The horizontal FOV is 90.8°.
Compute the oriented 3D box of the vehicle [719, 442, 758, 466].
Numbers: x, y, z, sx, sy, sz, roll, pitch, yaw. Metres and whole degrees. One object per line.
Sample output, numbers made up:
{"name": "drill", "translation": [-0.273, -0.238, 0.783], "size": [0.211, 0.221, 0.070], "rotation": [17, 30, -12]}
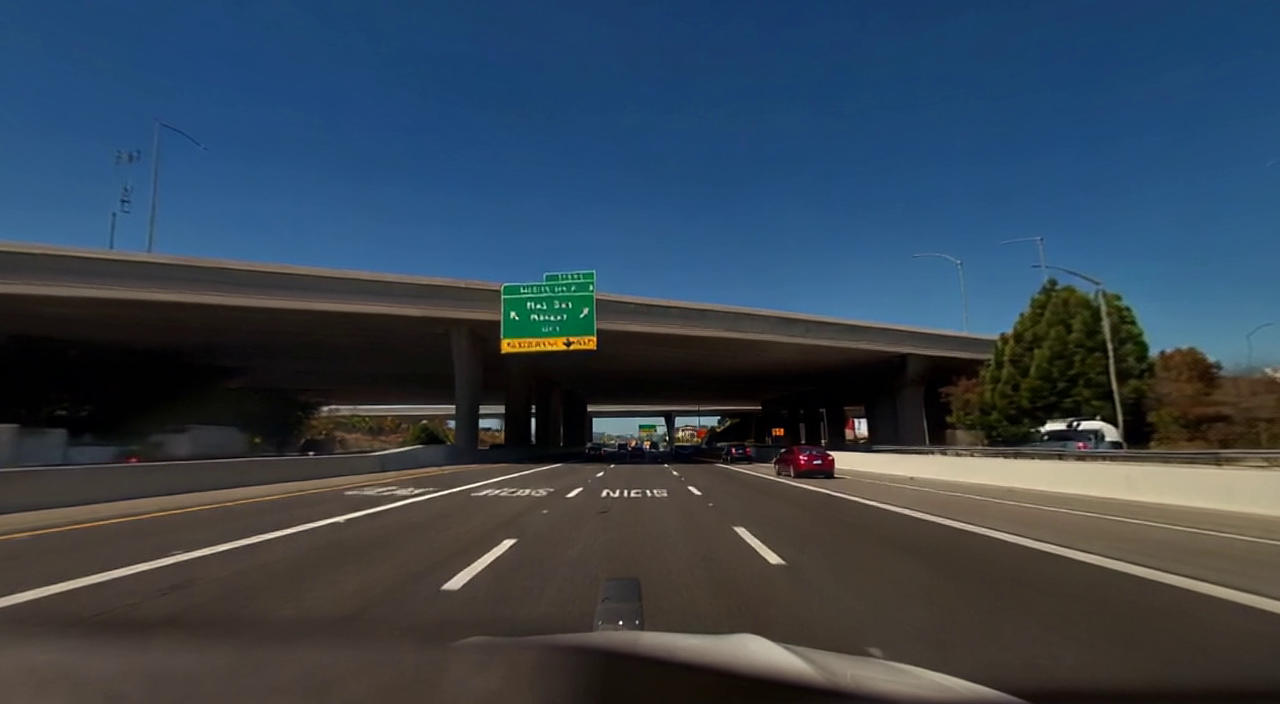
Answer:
{"name": "vehicle", "translation": [7.058, 7.373, 45.775], "size": [2.075, 1.611, 4.421], "rotation": [0, -8, -1]}

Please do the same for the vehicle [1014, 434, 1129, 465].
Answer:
{"name": "vehicle", "translation": [22.341, 5.082, 33.022], "size": [1.821, 1.479, 5.004], "rotation": [2, -8, -12]}
